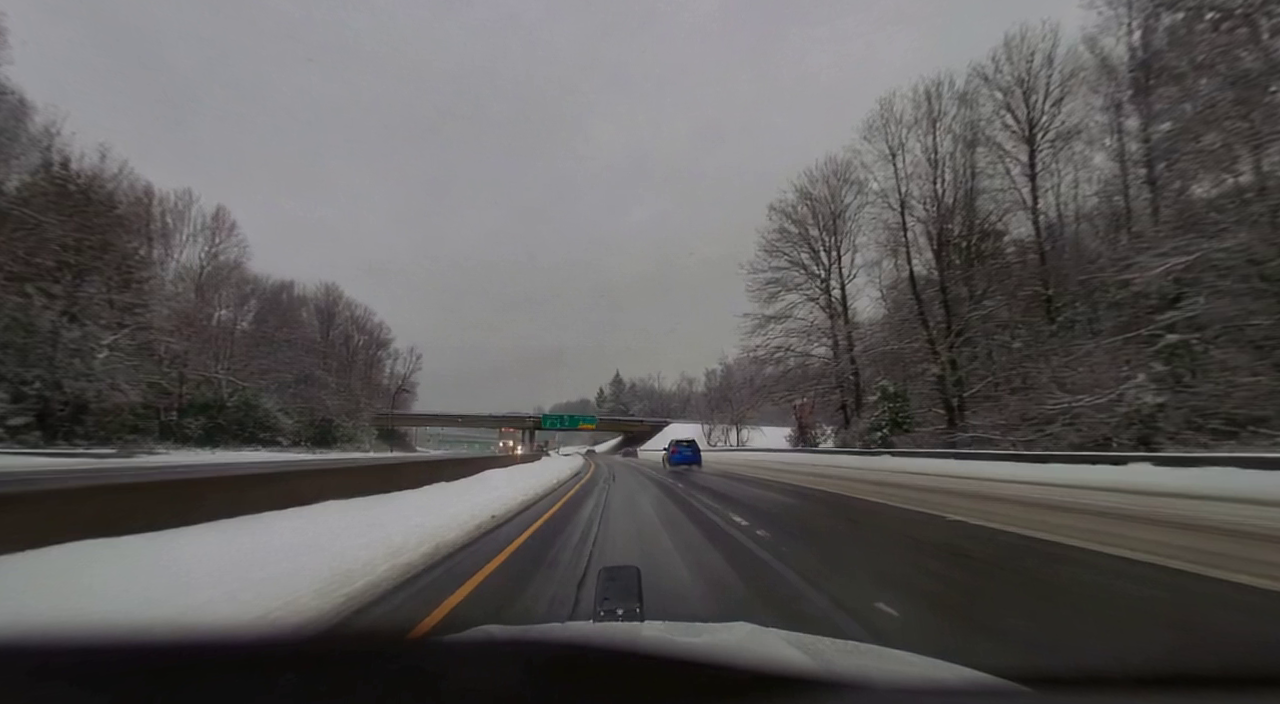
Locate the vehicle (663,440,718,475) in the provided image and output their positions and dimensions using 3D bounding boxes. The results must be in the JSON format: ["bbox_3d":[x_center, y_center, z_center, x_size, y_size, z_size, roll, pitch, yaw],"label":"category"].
[{"bbox_3d":[2.491,5.371,31.967,2.337,1.633,4.222,0,-9,-1],"label":"vehicle"}]
